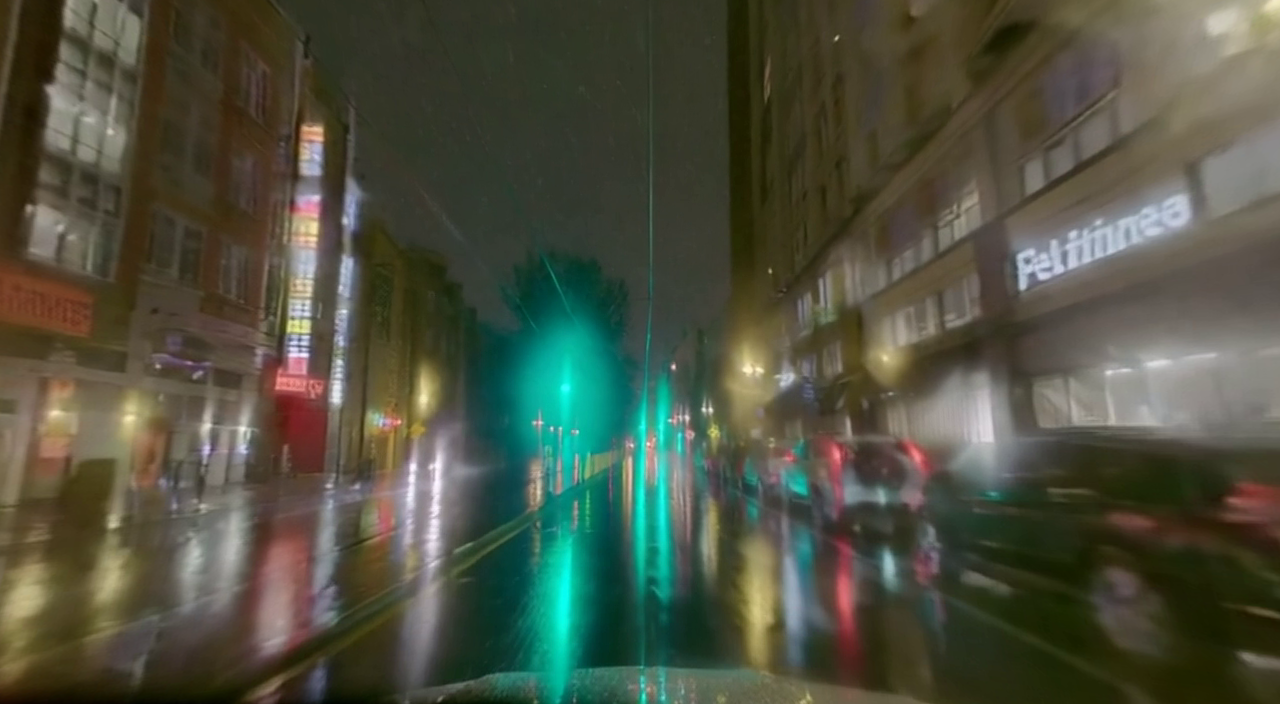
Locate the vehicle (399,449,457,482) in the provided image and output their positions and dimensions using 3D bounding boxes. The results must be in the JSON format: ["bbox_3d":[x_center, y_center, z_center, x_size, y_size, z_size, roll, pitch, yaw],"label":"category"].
[{"bbox_3d":[-10.185,5.438,30.452,1.877,1.430,3.712,1,-8,-7],"label":"vehicle"}]

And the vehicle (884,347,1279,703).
[{"bbox_3d":[3.638,1.107,4.594,1.941,1.671,4.264,-1,-8,0],"label":"vehicle"}]

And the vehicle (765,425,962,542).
[{"bbox_3d":[3.522,2.136,10.873,1.903,1.596,4.144,-1,-8,1],"label":"vehicle"}]
